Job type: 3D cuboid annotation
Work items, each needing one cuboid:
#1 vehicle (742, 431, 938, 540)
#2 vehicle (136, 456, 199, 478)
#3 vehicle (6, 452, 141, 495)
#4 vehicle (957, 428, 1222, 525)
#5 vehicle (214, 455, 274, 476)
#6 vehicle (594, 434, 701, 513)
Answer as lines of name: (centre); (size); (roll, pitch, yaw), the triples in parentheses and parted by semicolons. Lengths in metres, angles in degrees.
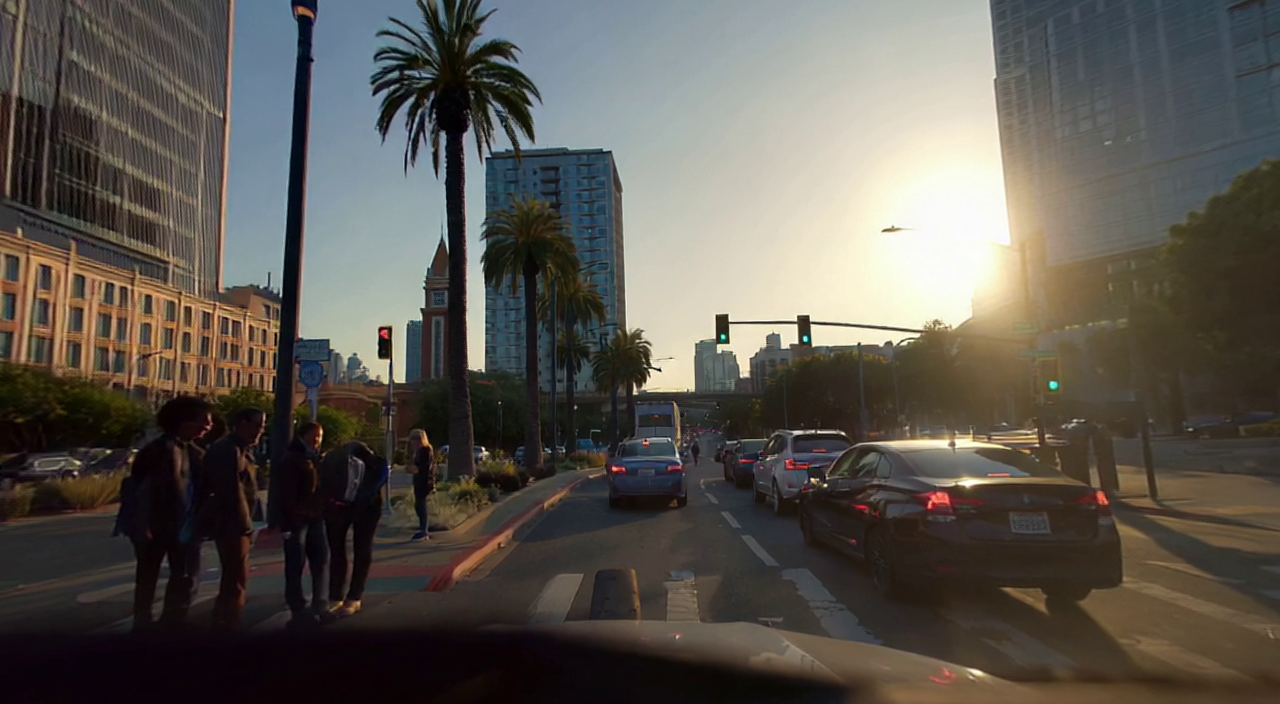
vehicle: (3.100, 2.168, 10.879); (1.913, 1.469, 4.425); (0, -9, 0)
vehicle: (-36.856, 8.972, 49.194); (1.700, 1.527, 4.445); (1, -9, -4)
vehicle: (-26.701, 5.712, 29.951); (2.105, 1.793, 4.812); (0, -9, -4)
vehicle: (8.175, 2.280, 12.080); (1.859, 1.508, 4.259); (0, -9, -1)
vehicle: (-30.862, 8.809, 49.173); (1.829, 1.483, 4.745); (0, -9, -3)
vehicle: (0.178, 2.612, 13.986); (2.048, 1.503, 3.681); (0, -9, 1)
